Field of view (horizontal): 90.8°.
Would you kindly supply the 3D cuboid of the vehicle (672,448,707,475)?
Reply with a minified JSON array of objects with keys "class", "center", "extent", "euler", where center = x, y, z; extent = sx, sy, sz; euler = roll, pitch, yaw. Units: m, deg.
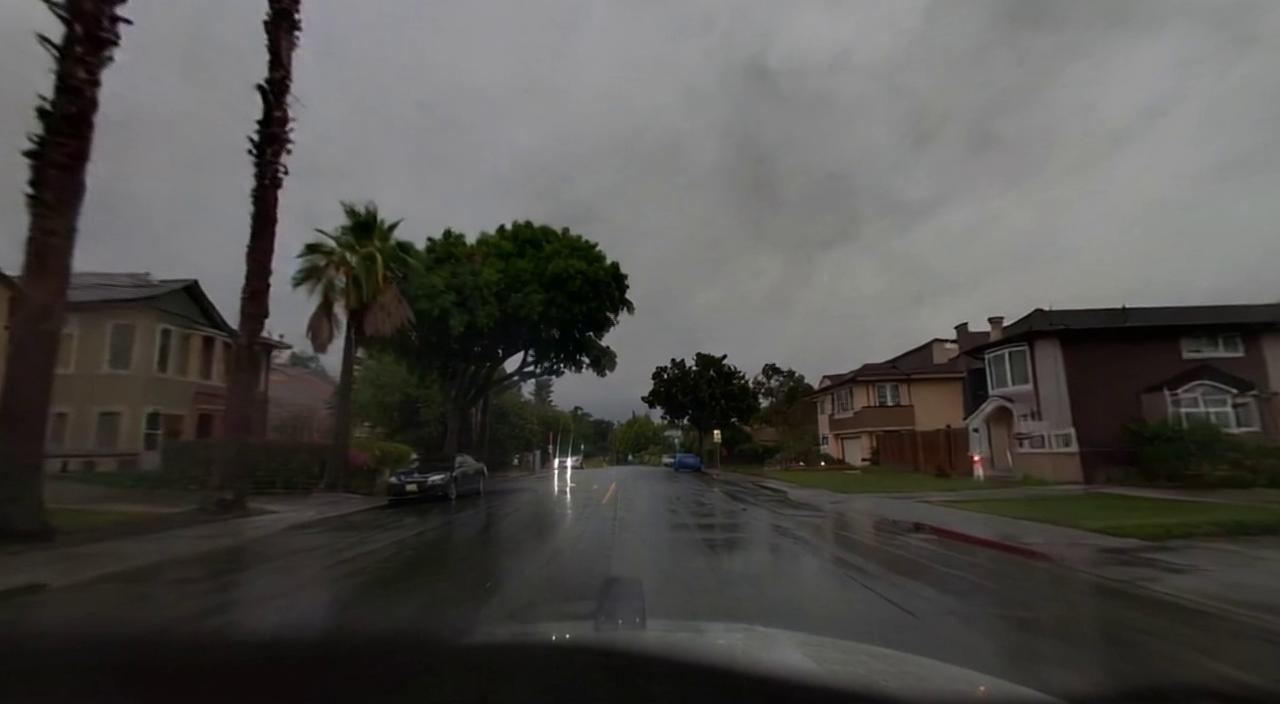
[{"class":"vehicle","center":[3.564,7.954,46.141],"extent":[1.976,1.771,4.377],"euler":[3,-9,-2]}]

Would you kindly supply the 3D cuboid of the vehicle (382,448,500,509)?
[{"class":"vehicle","center":[-5.717,3.661,18.881],"extent":[2.079,1.486,4.877],"euler":[-2,-8,-2]}]
